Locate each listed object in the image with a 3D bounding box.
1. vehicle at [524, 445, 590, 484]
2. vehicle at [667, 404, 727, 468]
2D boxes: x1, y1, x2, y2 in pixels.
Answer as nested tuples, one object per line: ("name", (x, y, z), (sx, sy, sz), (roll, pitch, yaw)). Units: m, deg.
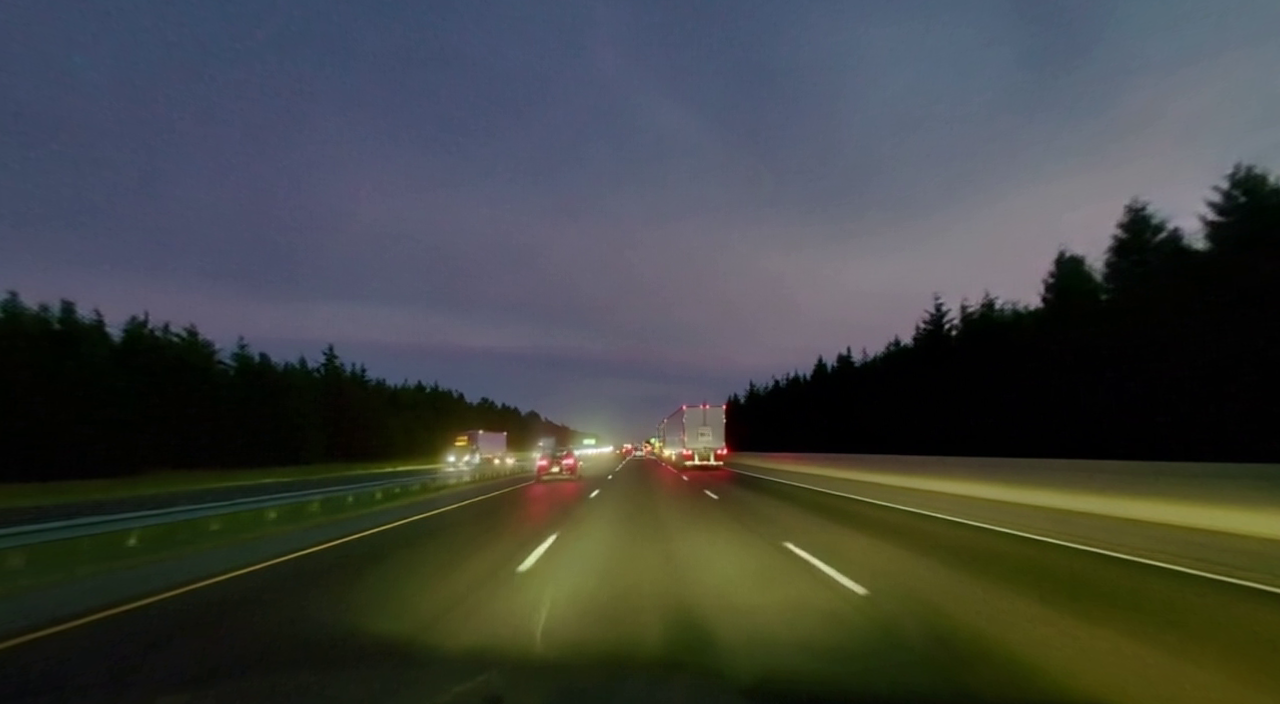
("vehicle", (-3.292, 4.588, 25.985), (2.121, 1.445, 4.651), (0, -9, -1))
("vehicle", (3.972, 6.536, 47.660), (2.974, 4.083, 14.389), (0, -9, -1))
